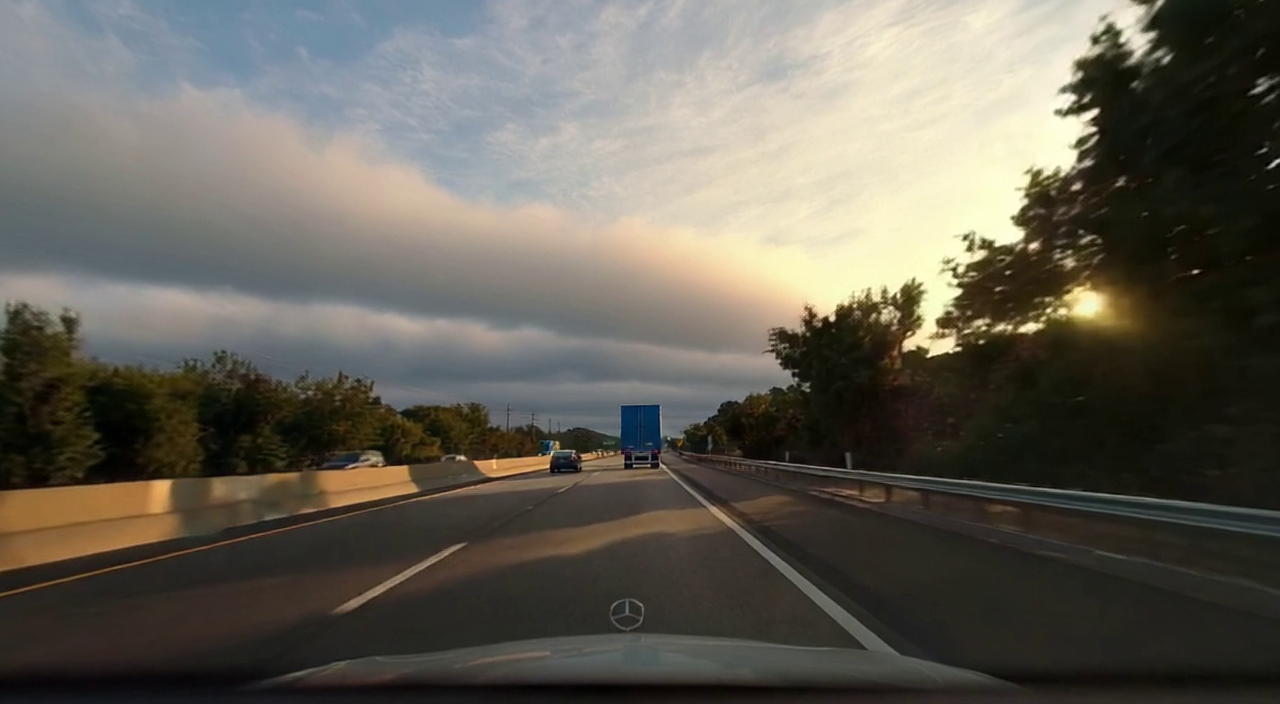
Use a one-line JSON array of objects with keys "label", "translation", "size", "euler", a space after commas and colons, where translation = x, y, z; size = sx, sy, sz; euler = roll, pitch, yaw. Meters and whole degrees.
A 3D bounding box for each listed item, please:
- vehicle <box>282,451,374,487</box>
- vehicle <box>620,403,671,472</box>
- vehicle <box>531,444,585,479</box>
[{"label": "vehicle", "translation": [-13.985, 5.243, 28.553], "size": [1.900, 1.458, 4.276], "euler": [0, -9, 1]}, {"label": "vehicle", "translation": [0.351, 5.709, 41.492], "size": [2.899, 3.966, 10.053], "euler": [0, -9, 0]}, {"label": "vehicle", "translation": [-3.942, 5.330, 30.894], "size": [2.063, 1.583, 4.049], "euler": [0, -9, 1]}]
